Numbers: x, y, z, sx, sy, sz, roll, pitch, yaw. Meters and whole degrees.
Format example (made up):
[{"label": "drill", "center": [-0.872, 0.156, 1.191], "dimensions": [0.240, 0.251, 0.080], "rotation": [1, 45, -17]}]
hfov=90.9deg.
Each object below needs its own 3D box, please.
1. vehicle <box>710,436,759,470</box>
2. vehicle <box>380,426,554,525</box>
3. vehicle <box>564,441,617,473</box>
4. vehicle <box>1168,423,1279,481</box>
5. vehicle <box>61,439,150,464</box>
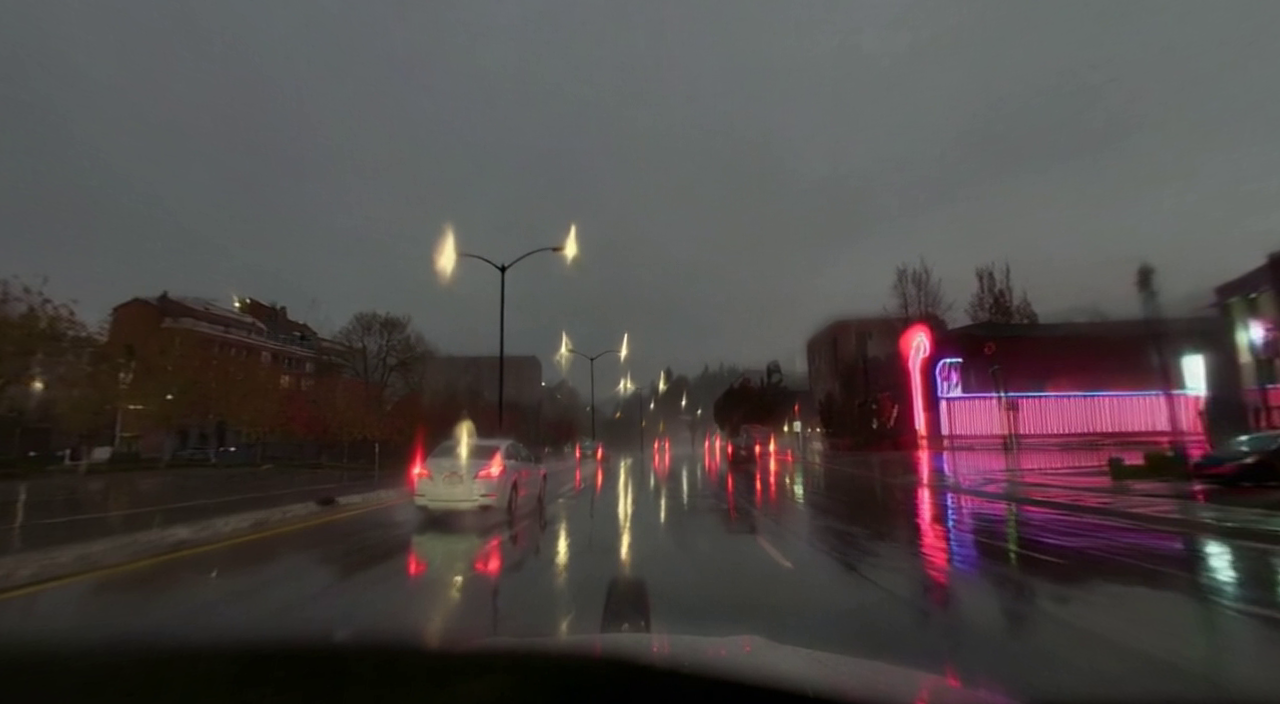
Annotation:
[{"label": "vehicle", "center": [5.050, 5.437, 34.188], "dimensions": [2.103, 1.699, 4.171], "rotation": [0, -8, 2]}, {"label": "vehicle", "center": [-3.112, 2.328, 12.476], "dimensions": [2.118, 1.568, 4.436], "rotation": [0, -8, 1]}, {"label": "vehicle", "center": [-2.383, 5.185, 31.347], "dimensions": [1.980, 1.454, 4.226], "rotation": [-1, -8, 4]}, {"label": "vehicle", "center": [17.977, 2.751, 17.530], "dimensions": [4.583, 1.491, 2.192], "rotation": [0, -8, -1]}, {"label": "vehicle", "center": [-39.979, 7.427, 47.214], "dimensions": [1.993, 1.726, 4.713], "rotation": [-7, -11, 41]}]
